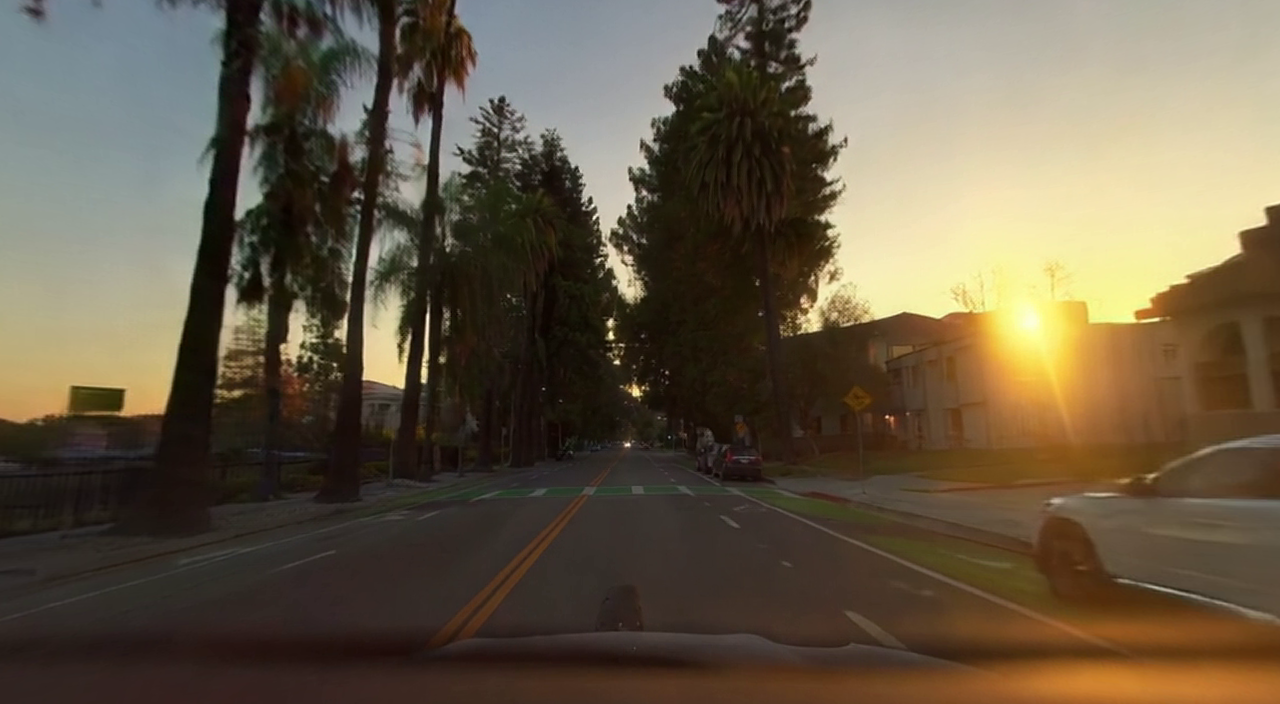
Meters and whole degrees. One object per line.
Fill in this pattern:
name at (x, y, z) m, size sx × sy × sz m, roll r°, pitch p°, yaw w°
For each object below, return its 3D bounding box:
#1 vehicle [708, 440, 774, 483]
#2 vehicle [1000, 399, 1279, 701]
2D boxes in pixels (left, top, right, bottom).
vehicle at (4.251, 4.674, 27.243) m, size 1.997 × 1.640 × 4.494 m, roll 0°, pitch -9°, yaw -1°
vehicle at (4.747, 1.166, 3.867) m, size 2.144 × 1.720 × 4.794 m, roll 0°, pitch -9°, yaw -1°
